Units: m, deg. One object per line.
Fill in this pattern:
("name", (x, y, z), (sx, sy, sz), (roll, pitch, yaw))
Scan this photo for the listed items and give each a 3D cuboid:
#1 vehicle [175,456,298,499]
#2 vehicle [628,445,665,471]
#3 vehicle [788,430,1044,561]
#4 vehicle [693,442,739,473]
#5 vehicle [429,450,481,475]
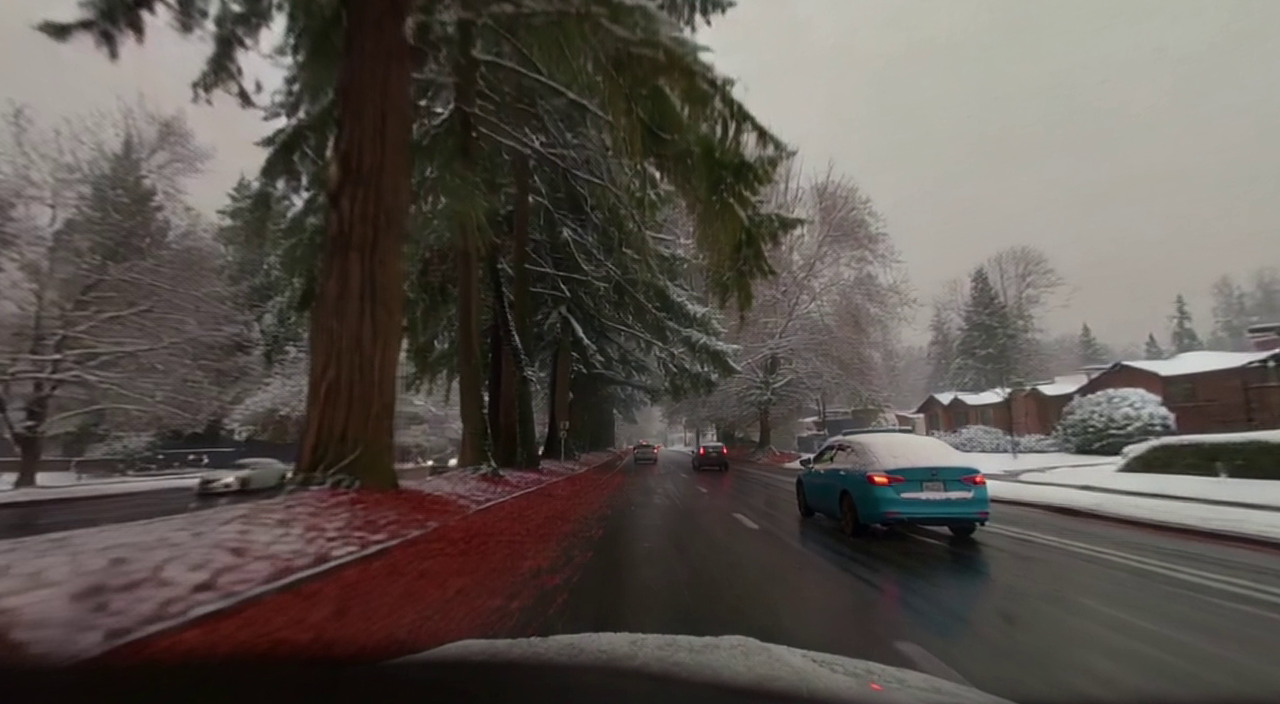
("vehicle", (-16.095, 5.001, 25.564), (1.855, 1.449, 4.662), (0, -8, 1))
("vehicle", (0.374, 6.308, 37.778), (2.082, 1.473, 4.028), (0, -8, 0))
("vehicle", (3.741, 1.998, 9.555), (1.985, 1.529, 4.147), (0, -8, 0))
("vehicle", (4.295, 5.988, 36.176), (2.074, 1.652, 4.340), (0, -8, 0))
("vehicle", (-11.682, 7.017, 40.244), (1.907, 1.456, 4.520), (0, -8, 1))
